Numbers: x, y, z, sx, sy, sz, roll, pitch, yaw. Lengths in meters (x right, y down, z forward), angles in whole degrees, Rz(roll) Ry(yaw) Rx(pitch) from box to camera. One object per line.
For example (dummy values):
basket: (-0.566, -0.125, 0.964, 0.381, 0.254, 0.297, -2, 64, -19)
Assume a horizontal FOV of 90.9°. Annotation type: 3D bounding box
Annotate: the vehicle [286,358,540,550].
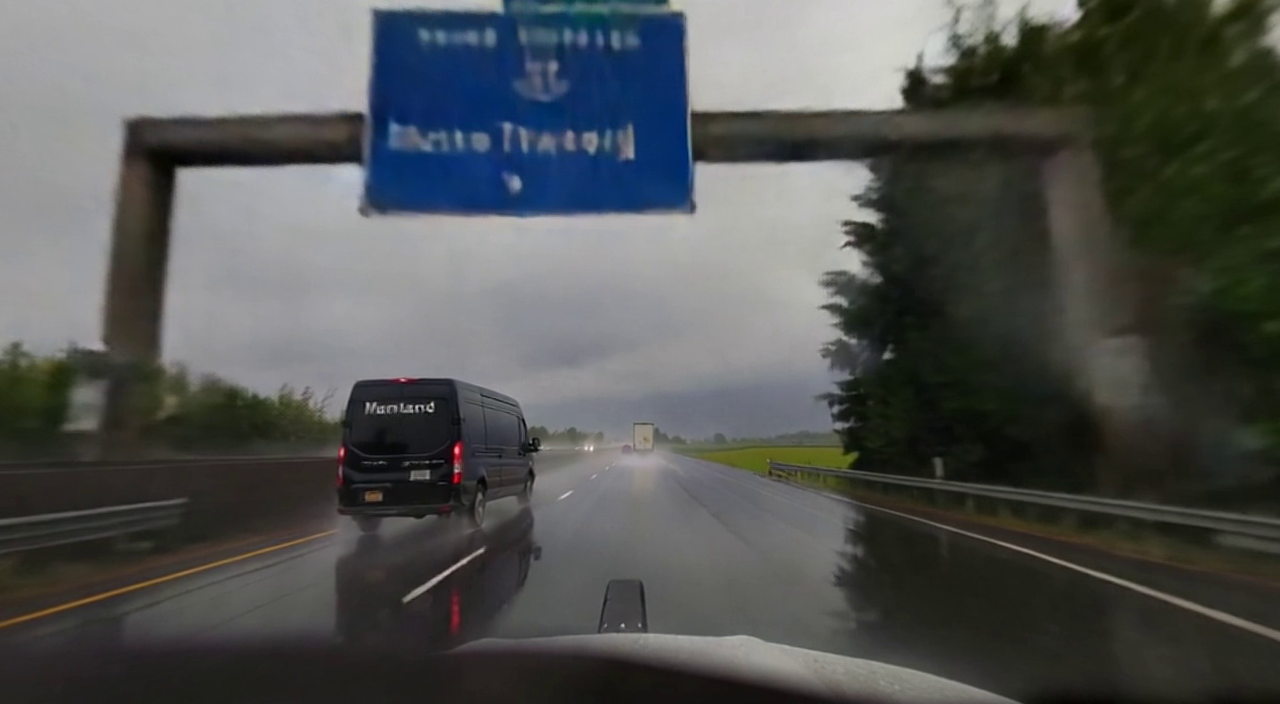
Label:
vehicle: (-3.671, 1.916, 12.224, 2.320, 2.636, 7.021, 0, -9, 0)
